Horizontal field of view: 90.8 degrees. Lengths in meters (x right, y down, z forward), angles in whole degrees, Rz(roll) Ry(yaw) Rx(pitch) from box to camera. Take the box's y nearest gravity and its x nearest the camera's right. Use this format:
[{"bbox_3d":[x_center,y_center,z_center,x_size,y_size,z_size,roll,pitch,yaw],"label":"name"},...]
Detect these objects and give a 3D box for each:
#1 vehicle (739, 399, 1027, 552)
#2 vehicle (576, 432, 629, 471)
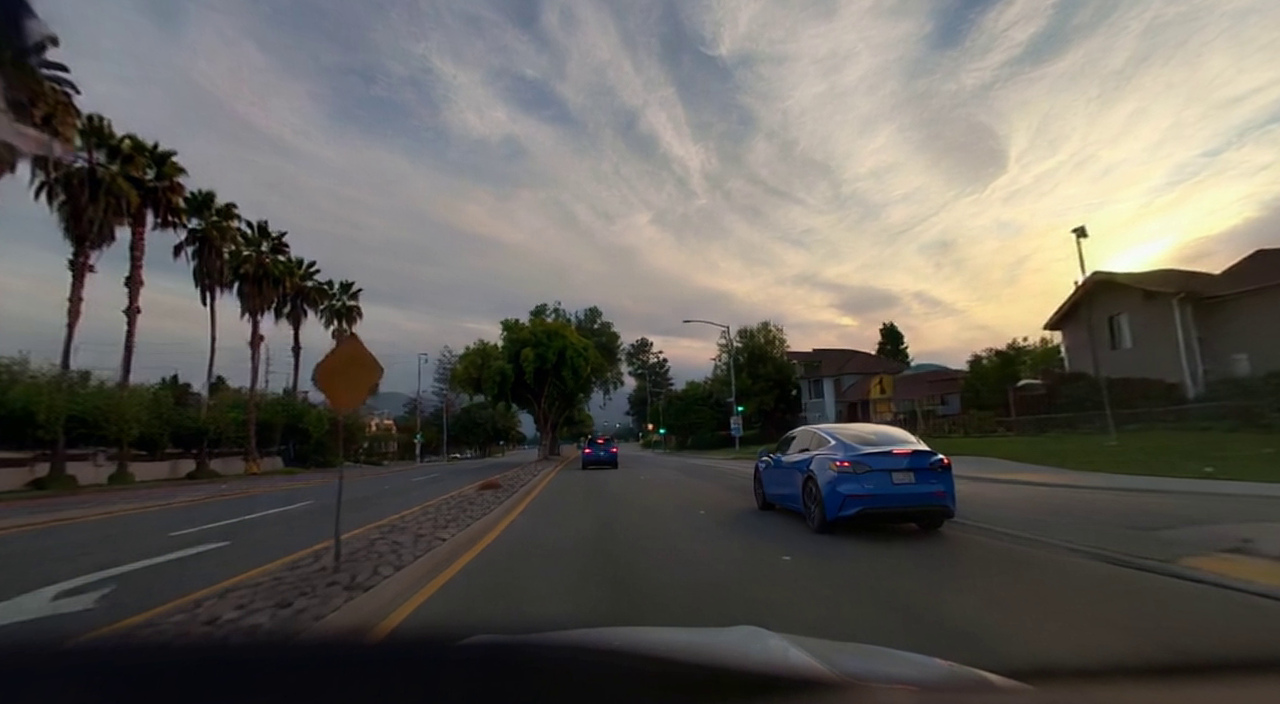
[{"bbox_3d":[3.349,1.856,10.210,2.205,1.803,5.135,1,-9,-5],"label":"vehicle"},{"bbox_3d":[-1.854,4.753,30.406,2.341,1.709,4.466,0,-9,-5],"label":"vehicle"}]
